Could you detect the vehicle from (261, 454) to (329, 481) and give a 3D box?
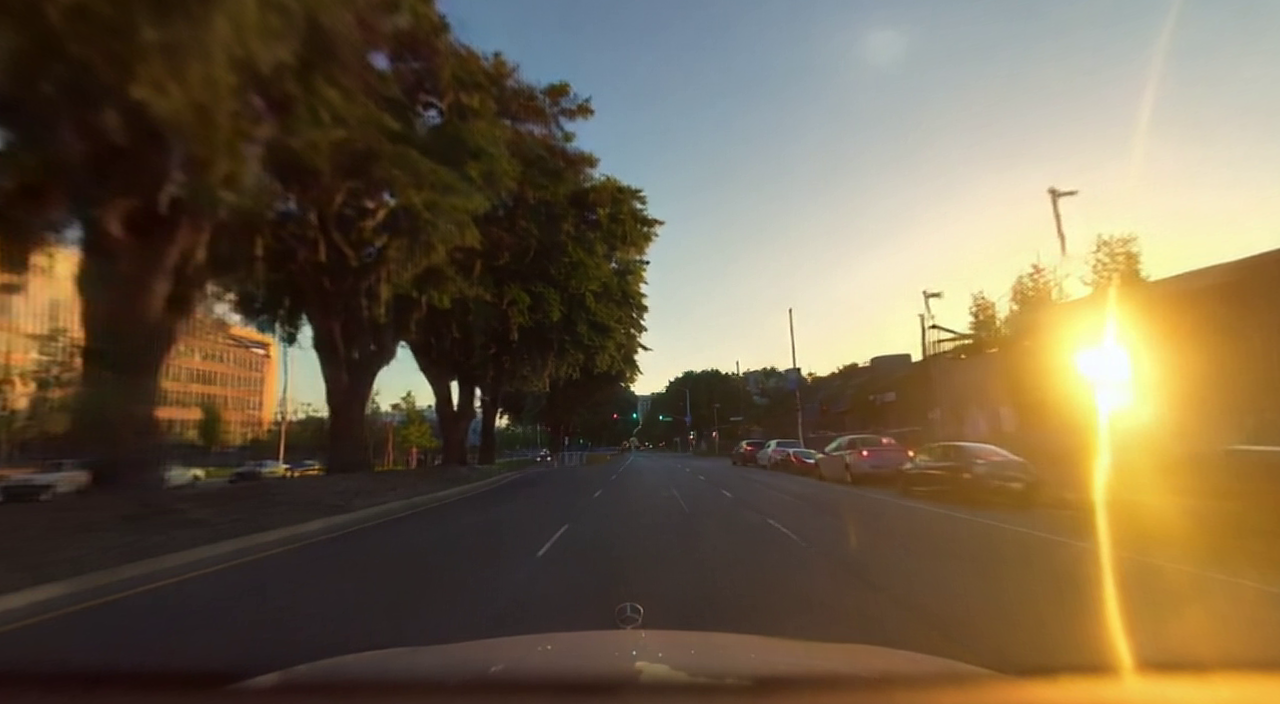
[{"bbox_3d":[-21.927,7.359,40.323,1.922,1.545,4.178,-1,-8,1],"label":"vehicle"}]

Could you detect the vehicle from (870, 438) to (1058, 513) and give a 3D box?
[{"bbox_3d":[7.250,2.788,14.818,1.850,1.448,4.844,0,-8,0],"label":"vehicle"}]

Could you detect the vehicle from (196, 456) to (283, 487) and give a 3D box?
[{"bbox_3d":[-22.060,6.570,34.980,1.821,1.496,4.724,-1,-8,-1],"label":"vehicle"}]

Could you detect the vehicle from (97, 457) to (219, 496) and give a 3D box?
[{"bbox_3d":[-22.066,5.689,29.165,1.909,1.495,4.786,-1,-8,-1],"label":"vehicle"}]

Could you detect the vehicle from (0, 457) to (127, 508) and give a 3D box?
[{"bbox_3d":[-22.174,4.793,23.633,1.968,1.615,4.591,0,-8,0],"label":"vehicle"}]

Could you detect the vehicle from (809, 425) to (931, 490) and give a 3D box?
[{"bbox_3d":[7.272,3.402,20.582,2.200,1.860,4.511,0,-8,-1],"label":"vehicle"}]

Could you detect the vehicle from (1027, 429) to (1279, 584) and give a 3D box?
[{"bbox_3d":[7.252,1.684,7.440,2.196,1.471,4.999,0,-8,0],"label":"vehicle"}]
